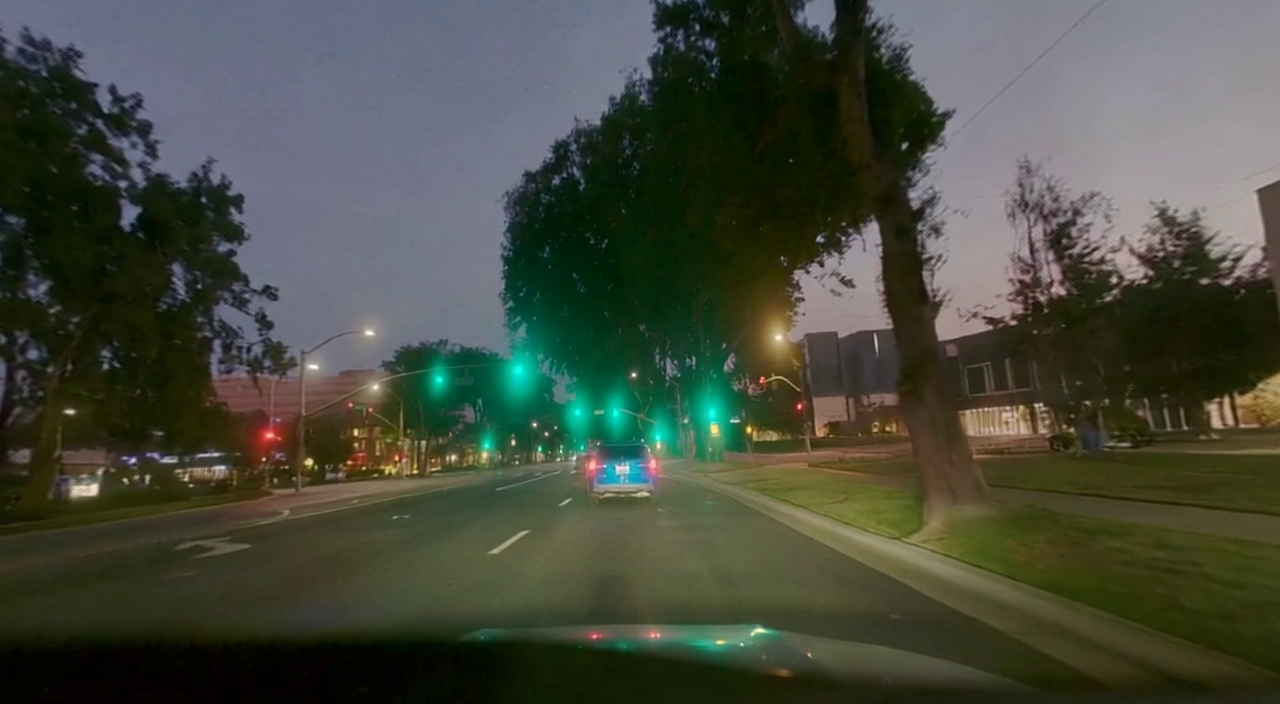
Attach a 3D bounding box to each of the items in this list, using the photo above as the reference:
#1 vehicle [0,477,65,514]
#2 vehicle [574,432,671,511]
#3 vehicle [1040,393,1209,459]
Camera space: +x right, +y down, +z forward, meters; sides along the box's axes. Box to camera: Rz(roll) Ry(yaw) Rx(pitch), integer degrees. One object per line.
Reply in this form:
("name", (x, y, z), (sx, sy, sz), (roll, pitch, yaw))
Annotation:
("vehicle", (-28.585, 6.530, 28.599), (1.771, 1.435, 4.144), (-6, -9, -10))
("vehicle", (-0.396, 2.941, 15.957), (2.136, 1.703, 3.910), (0, -9, 0))
("vehicle", (16.355, 2.611, 21.785), (2.039, 1.990, 5.111), (-1, -8, 5))
